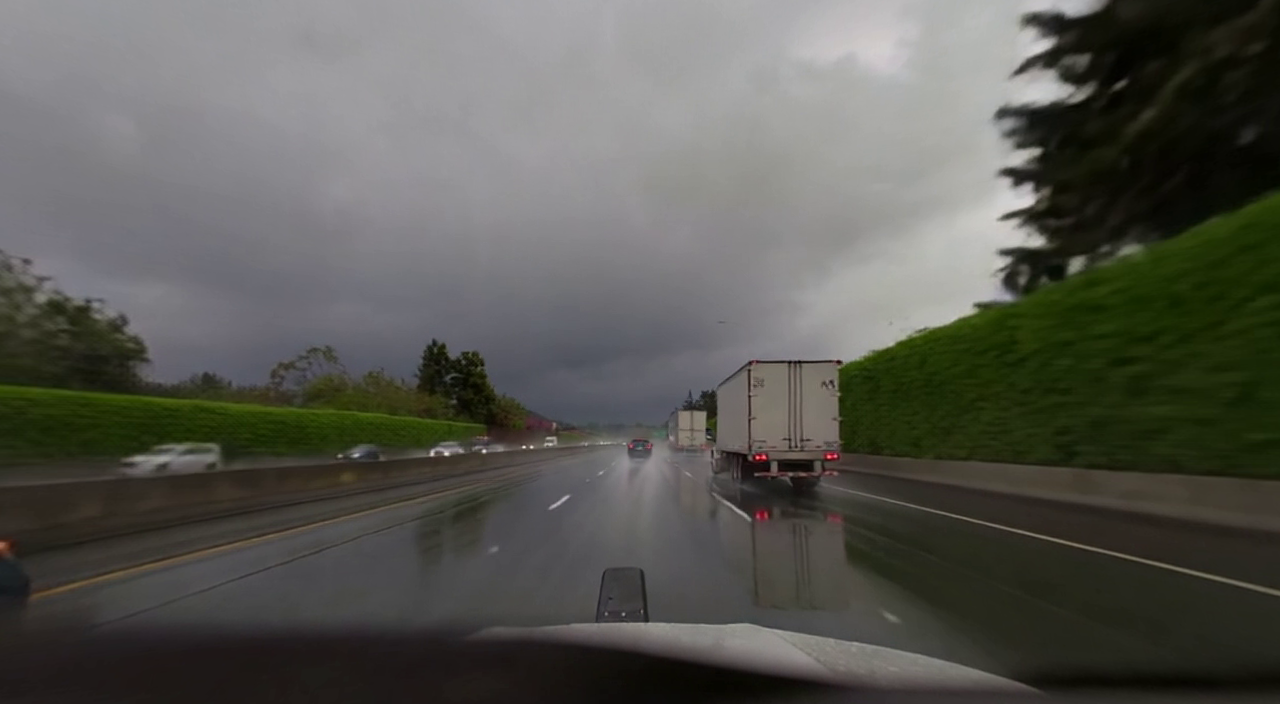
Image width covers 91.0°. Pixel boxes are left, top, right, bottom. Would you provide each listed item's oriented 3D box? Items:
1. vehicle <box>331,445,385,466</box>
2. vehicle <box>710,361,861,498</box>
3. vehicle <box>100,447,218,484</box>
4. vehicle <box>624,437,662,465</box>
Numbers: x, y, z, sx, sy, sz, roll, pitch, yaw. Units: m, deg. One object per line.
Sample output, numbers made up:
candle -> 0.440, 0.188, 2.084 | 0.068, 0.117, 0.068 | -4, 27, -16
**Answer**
vehicle -> -20.872, 7.682, 46.778 | 1.836, 1.449, 4.638 | 0, -8, 1
vehicle -> 4.026, 2.487, 19.708 | 2.742, 3.383, 8.285 | 0, -8, 0
vehicle -> -20.513, 4.810, 27.085 | 1.736, 1.426, 4.120 | 0, -8, 1
vehicle -> 0.223, 6.552, 41.767 | 2.389, 1.760, 4.473 | 0, -8, 0
